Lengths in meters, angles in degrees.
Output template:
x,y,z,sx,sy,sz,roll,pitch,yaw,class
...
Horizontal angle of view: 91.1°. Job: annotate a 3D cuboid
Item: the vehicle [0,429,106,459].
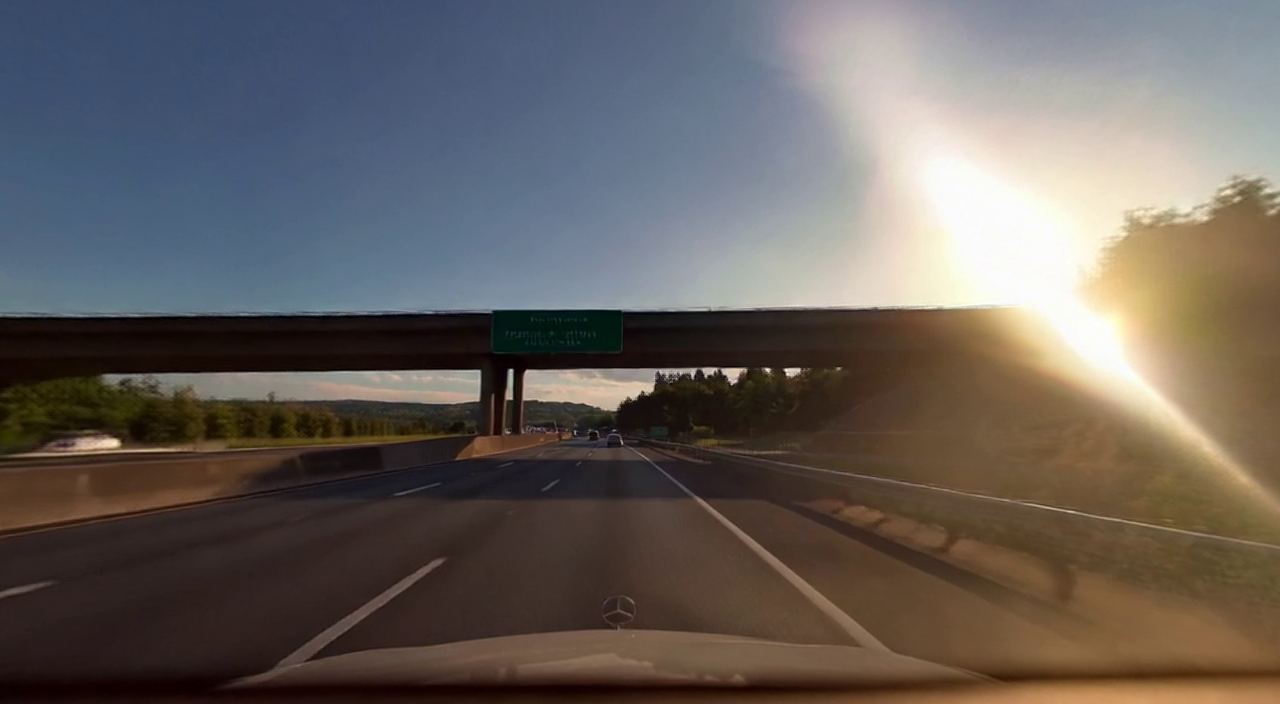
x,y,z,sx,sy,sz,roll,pitch,yaw,class
-30.988,4.857,33.303,1.793,1.458,4.137,0,-8,-2,vehicle
